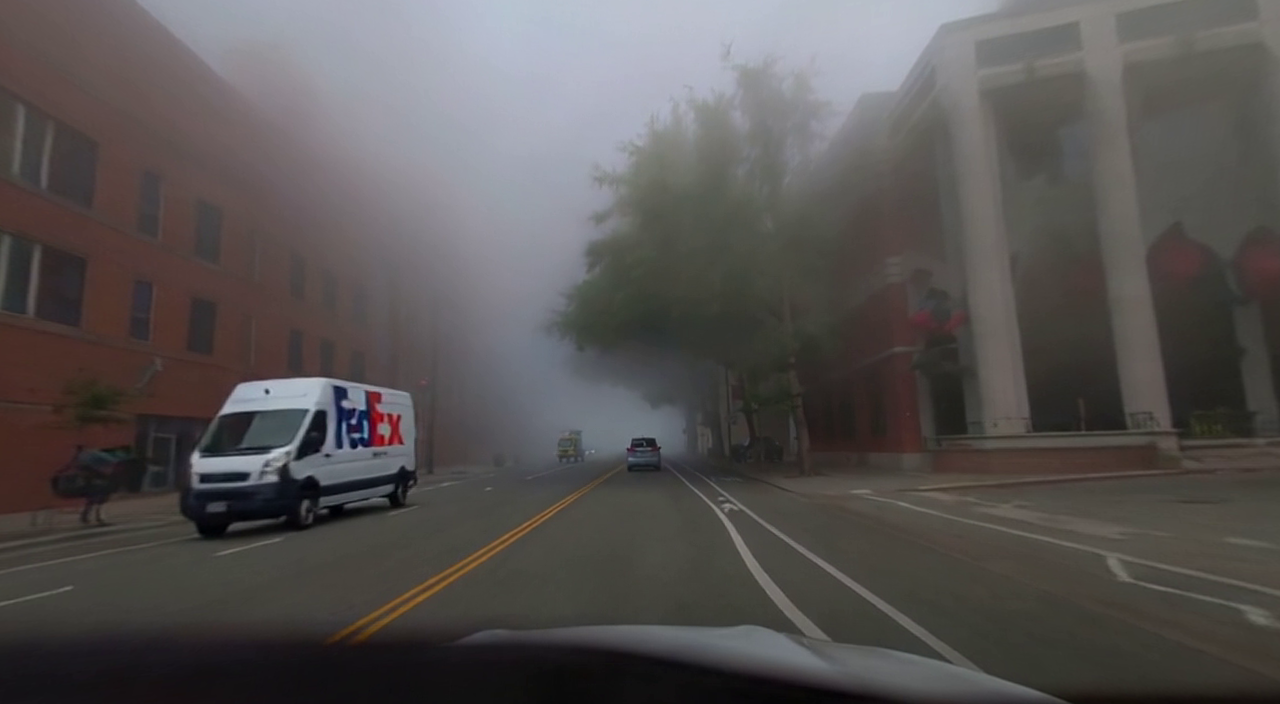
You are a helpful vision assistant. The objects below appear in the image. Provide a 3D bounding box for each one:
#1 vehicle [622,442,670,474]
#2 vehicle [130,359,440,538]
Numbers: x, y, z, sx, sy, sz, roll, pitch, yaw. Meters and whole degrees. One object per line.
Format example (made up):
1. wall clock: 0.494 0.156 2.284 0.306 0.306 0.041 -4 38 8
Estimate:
1. vehicle: 0.386 5.543 33.329 2.356 1.572 4.810 0 -8 2
2. vehicle: -7.200 2.162 14.439 2.754 3.065 7.103 0 -8 2
